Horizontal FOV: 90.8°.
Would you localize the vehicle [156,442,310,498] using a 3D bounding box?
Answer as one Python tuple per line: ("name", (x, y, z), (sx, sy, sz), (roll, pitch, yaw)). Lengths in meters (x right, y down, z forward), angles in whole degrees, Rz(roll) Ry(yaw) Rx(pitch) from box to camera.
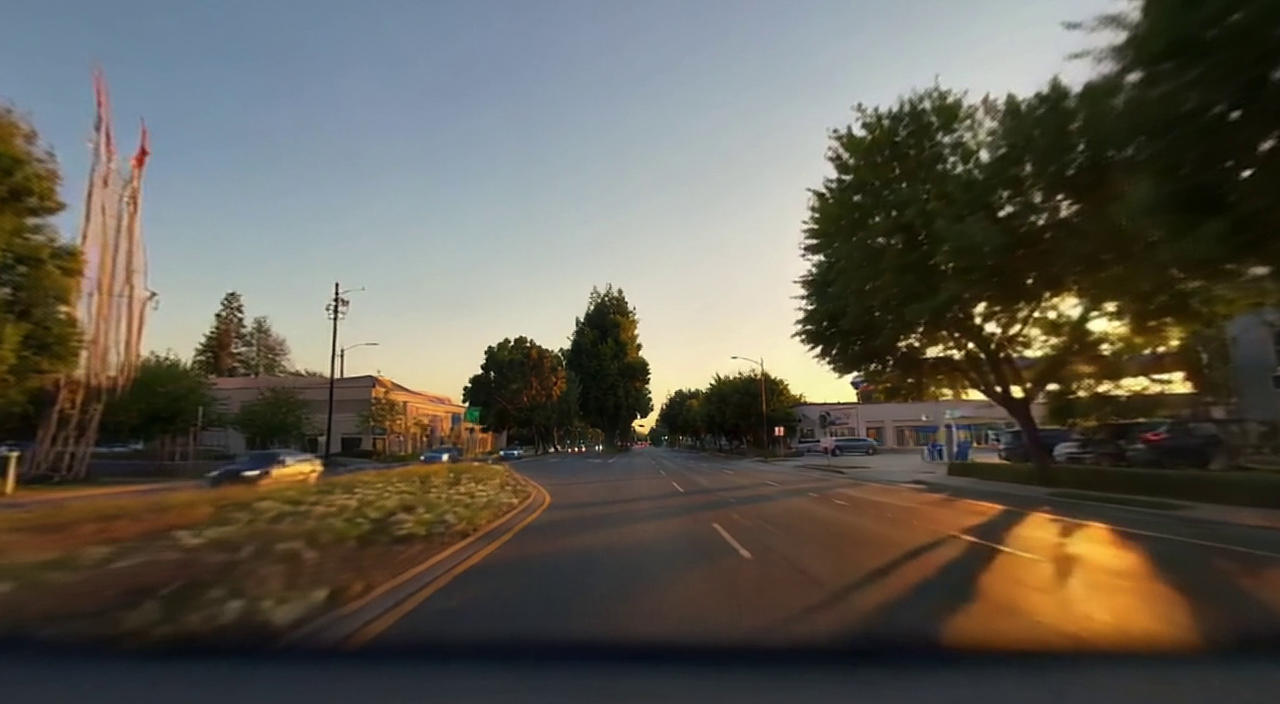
("vehicle", (-12.129, 3.498, 19.244), (1.819, 1.466, 4.283), (0, -8, 0))
